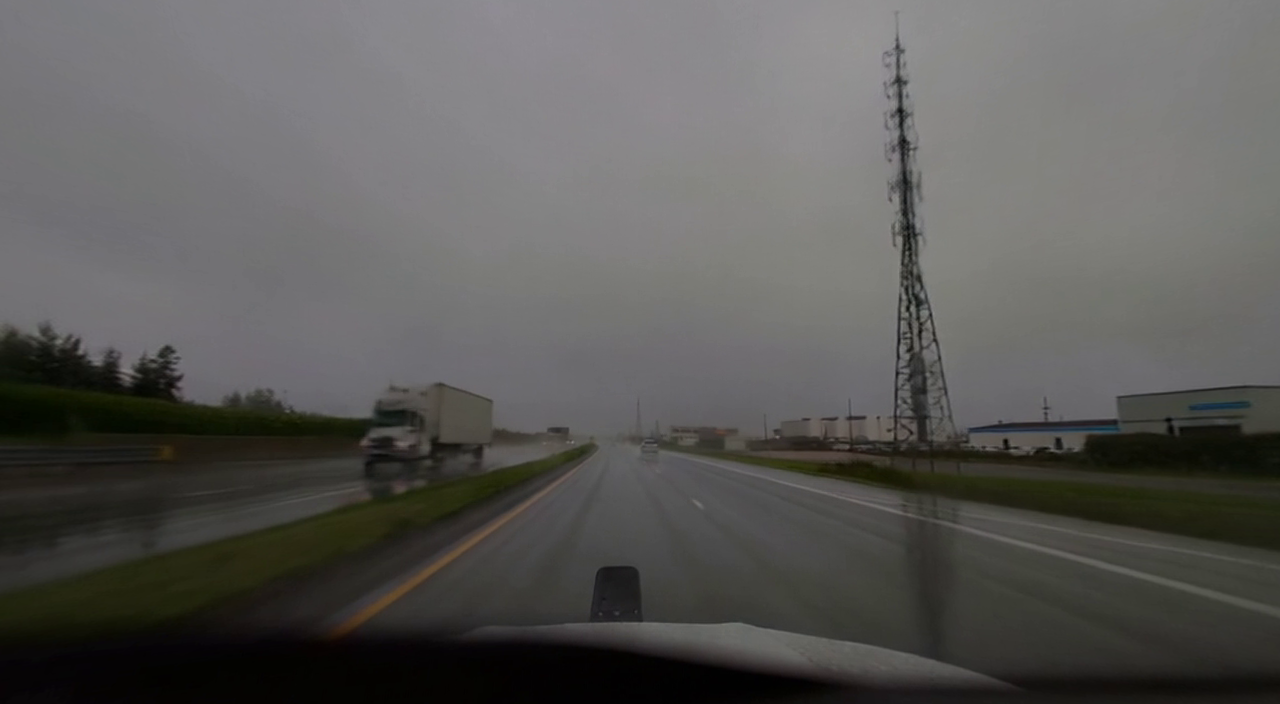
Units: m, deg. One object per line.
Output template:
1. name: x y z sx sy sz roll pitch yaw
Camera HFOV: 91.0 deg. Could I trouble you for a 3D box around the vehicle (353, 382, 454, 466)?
1. vehicle: -12.059 3.795 32.763 3.046 3.958 5.794 0 -8 -2
